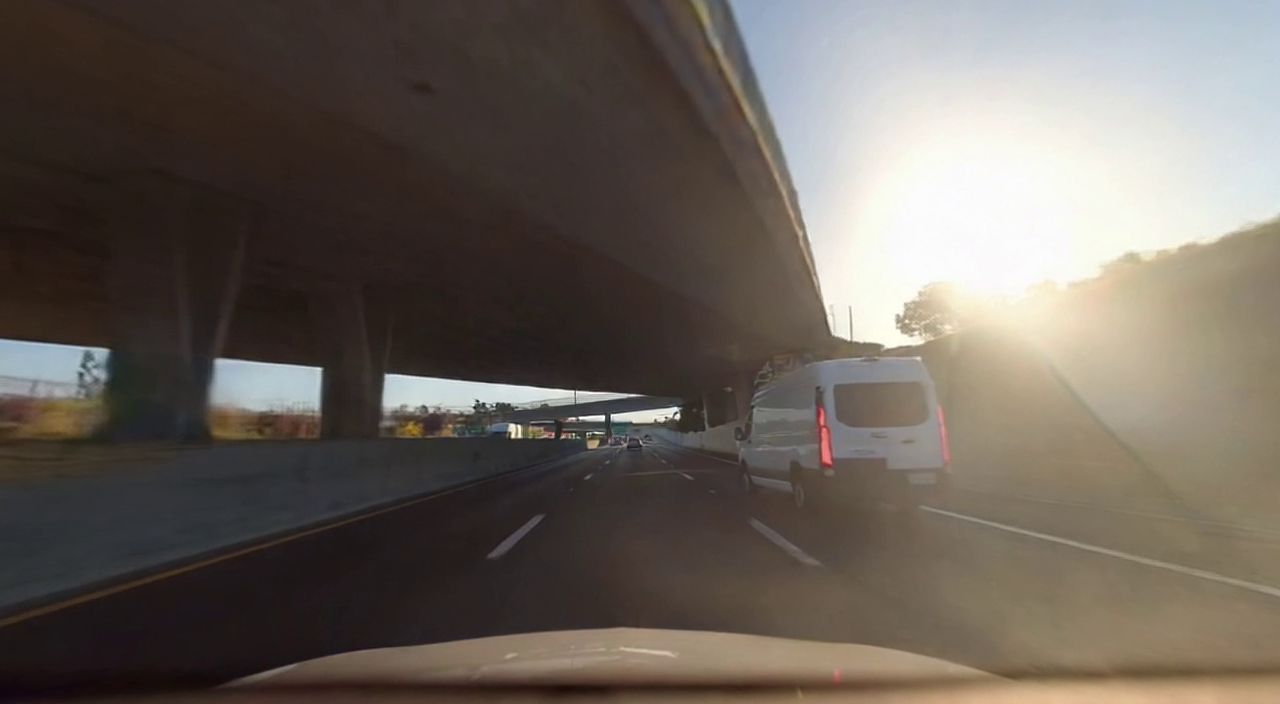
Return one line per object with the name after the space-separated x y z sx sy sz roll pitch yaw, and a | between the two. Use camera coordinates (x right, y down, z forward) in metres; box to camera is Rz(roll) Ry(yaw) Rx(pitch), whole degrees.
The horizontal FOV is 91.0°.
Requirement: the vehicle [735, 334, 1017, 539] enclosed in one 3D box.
3.613 1.579 11.774 2.431 2.667 6.921 0 -8 -1 | vehicle
